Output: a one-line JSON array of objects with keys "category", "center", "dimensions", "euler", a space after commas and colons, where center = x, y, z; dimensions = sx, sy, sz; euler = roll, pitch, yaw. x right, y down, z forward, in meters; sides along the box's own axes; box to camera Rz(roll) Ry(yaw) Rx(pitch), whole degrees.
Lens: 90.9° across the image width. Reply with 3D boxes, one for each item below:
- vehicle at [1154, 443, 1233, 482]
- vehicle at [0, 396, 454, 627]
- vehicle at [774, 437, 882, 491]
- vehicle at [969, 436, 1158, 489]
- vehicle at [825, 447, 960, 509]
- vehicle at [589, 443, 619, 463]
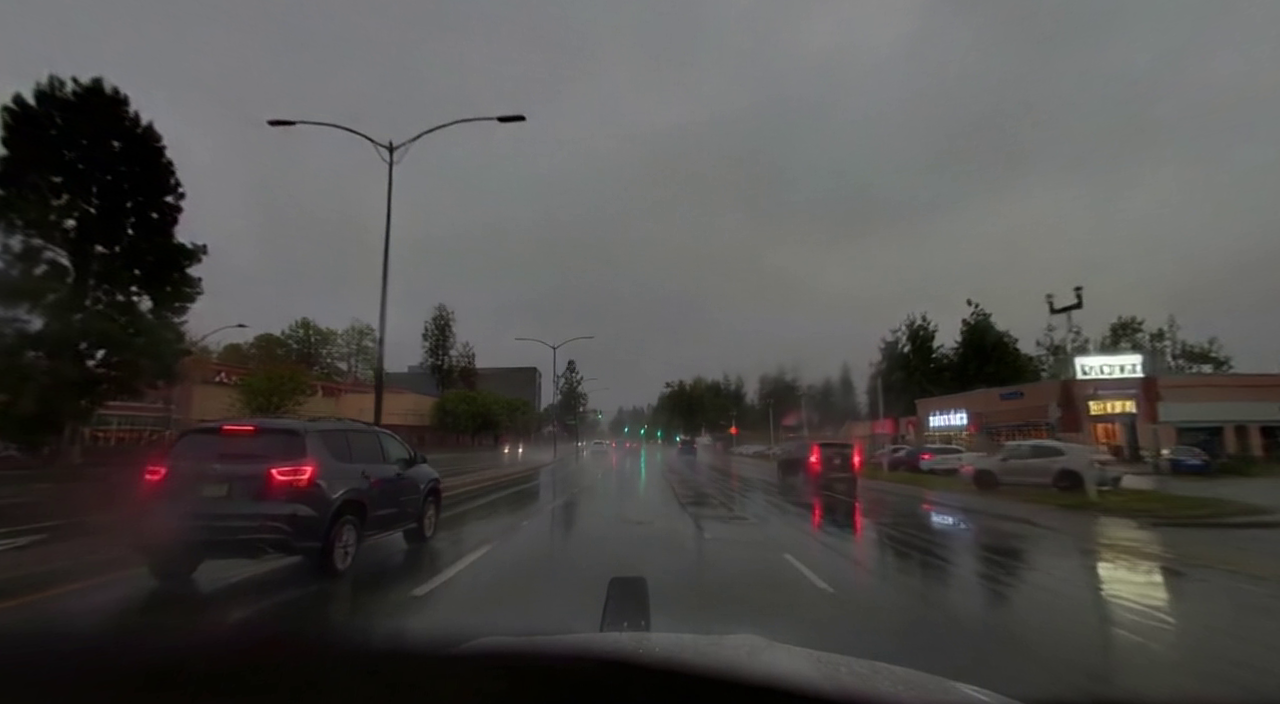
[{"category": "vehicle", "center": [26.395, 5.191, 30.000], "dimensions": [4.673, 1.696, 1.922], "euler": [7, -11, -39]}, {"category": "vehicle", "center": [-3.552, 1.429, 6.545], "dimensions": [1.983, 1.635, 3.957], "euler": [0, -8, 1]}, {"category": "vehicle", "center": [6.913, 4.178, 24.073], "dimensions": [2.335, 1.790, 5.991], "euler": [0, -8, 1]}, {"category": "vehicle", "center": [15.208, 3.934, 22.875], "dimensions": [5.326, 1.690, 2.007], "euler": [-8, -11, 42]}, {"category": "vehicle", "center": [6.710, 3.361, 17.372], "dimensions": [1.888, 1.425, 4.547], "euler": [0, -8, 1]}, {"category": "vehicle", "center": [-2.705, 7.760, 48.711], "dimensions": [2.005, 1.446, 4.265], "euler": [0, -8, 1]}]
